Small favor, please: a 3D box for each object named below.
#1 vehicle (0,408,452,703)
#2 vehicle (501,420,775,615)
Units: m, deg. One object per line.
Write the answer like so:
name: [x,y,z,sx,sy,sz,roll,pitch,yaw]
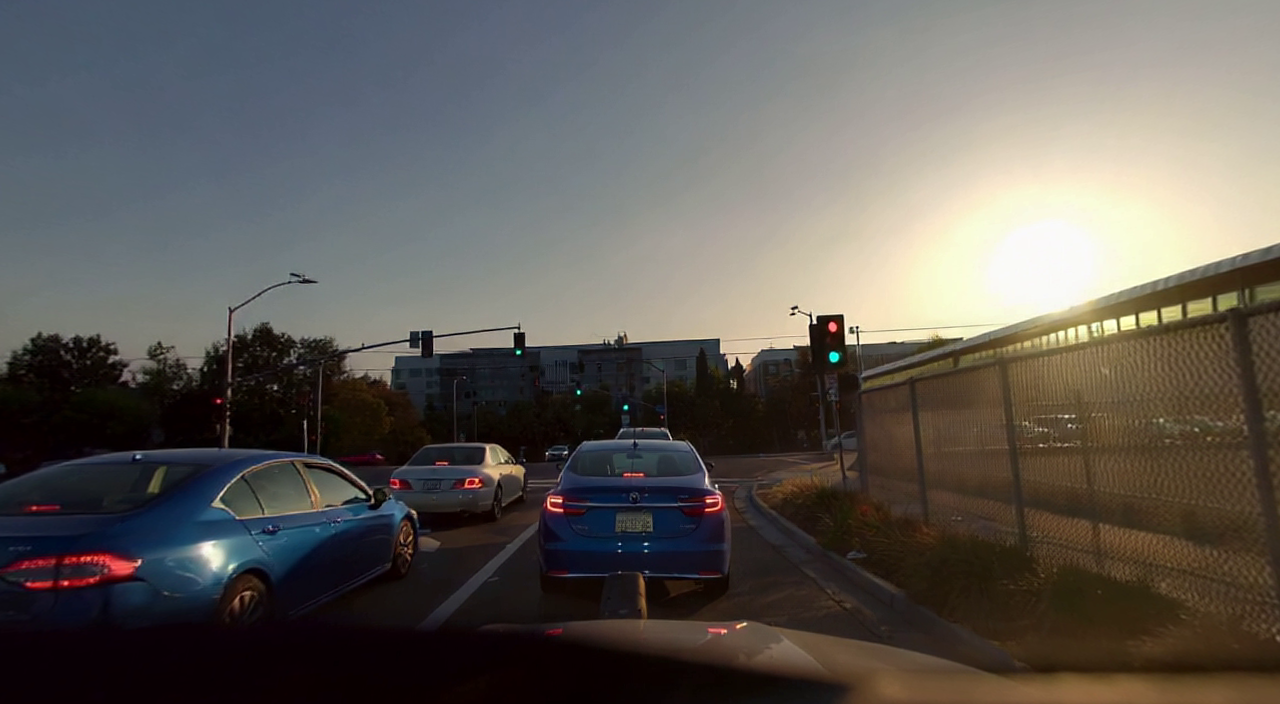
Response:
vehicle: [-3.208,1.322,4.879,1.971,1.488,4.581,0,-9,1]
vehicle: [-0.013,1.602,7.014,2.144,1.514,4.063,0,-9,0]
